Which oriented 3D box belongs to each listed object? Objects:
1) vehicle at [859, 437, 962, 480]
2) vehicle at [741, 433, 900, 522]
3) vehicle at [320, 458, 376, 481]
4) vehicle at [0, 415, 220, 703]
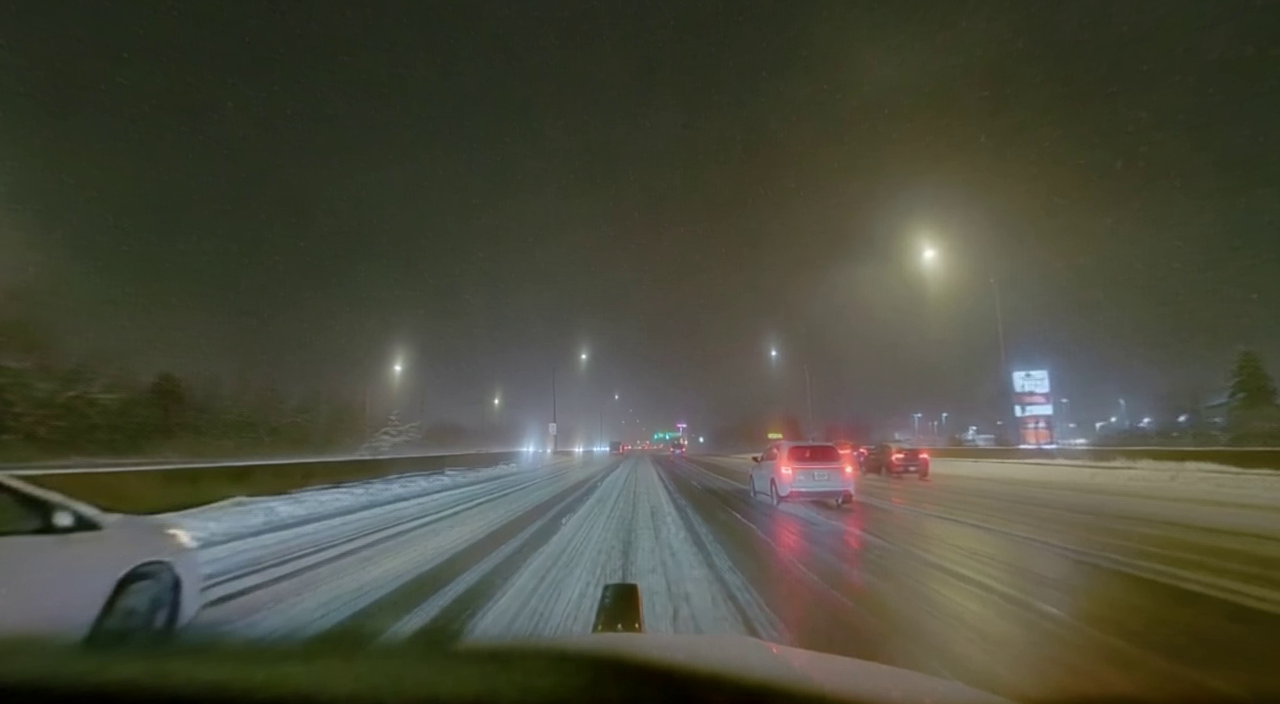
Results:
[{"bbox_3d":[10.455,4.134,24.813,2.019,1.529,4.385,0,-9,-1],"label":"vehicle"},{"bbox_3d":[3.451,2.478,13.005,1.961,1.504,4.094,0,-9,-1],"label":"vehicle"},{"bbox_3d":[-21.308,8.574,46.246,1.852,1.460,4.707,0,-9,0],"label":"vehicle"},{"bbox_3d":[-3.557,0.894,1.609,1.975,1.536,4.295,0,-9,0],"label":"vehicle"}]
